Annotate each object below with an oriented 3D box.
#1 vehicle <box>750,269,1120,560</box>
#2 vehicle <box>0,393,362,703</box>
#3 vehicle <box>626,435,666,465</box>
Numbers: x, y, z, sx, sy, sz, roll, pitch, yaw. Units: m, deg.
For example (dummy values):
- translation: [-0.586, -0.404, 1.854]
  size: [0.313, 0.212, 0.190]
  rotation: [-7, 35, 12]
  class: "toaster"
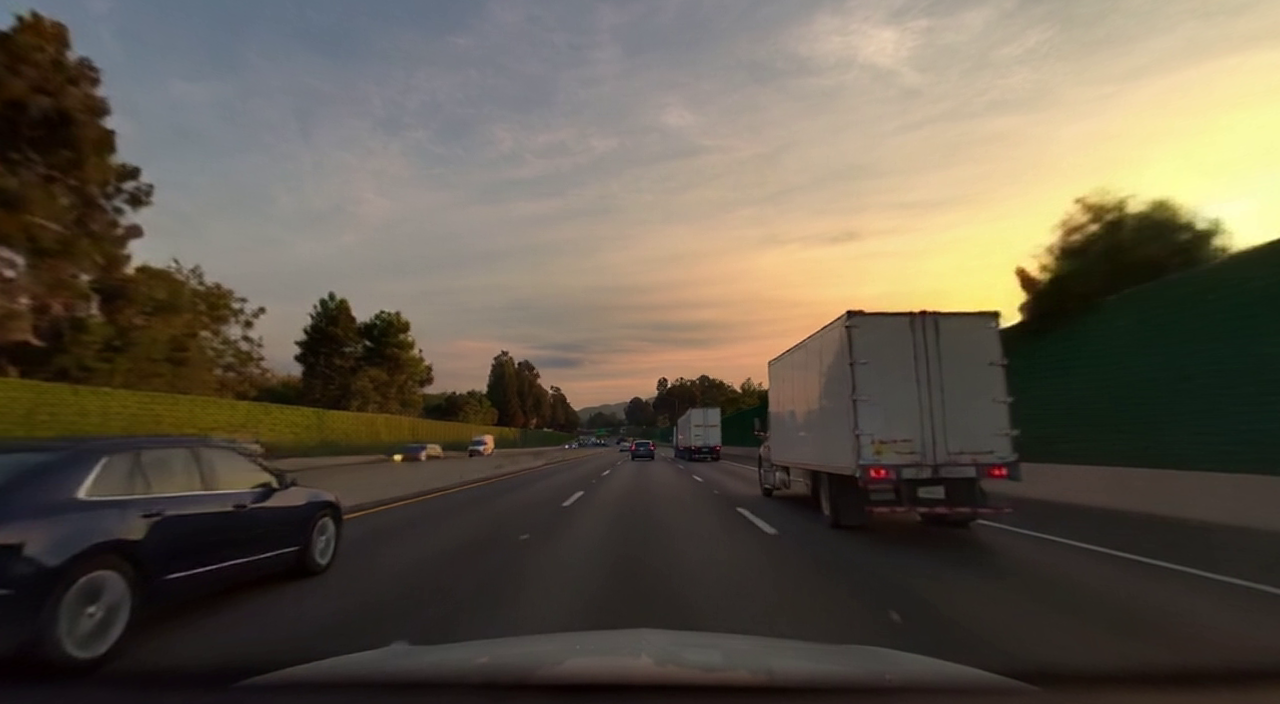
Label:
- translation: [4.085, 1.260, 11.446]
  size: [2.742, 3.383, 8.285]
  rotation: [0, -8, 1]
  class: "vehicle"
- translation: [-3.755, 1.120, 4.078]
  size: [1.988, 1.488, 4.113]
  rotation: [0, -8, 1]
  class: "vehicle"
- translation: [0.358, 6.147, 39.601]
  size: [2.389, 1.760, 4.473]
  rotation: [0, -8, 0]
  class: "vehicle"
